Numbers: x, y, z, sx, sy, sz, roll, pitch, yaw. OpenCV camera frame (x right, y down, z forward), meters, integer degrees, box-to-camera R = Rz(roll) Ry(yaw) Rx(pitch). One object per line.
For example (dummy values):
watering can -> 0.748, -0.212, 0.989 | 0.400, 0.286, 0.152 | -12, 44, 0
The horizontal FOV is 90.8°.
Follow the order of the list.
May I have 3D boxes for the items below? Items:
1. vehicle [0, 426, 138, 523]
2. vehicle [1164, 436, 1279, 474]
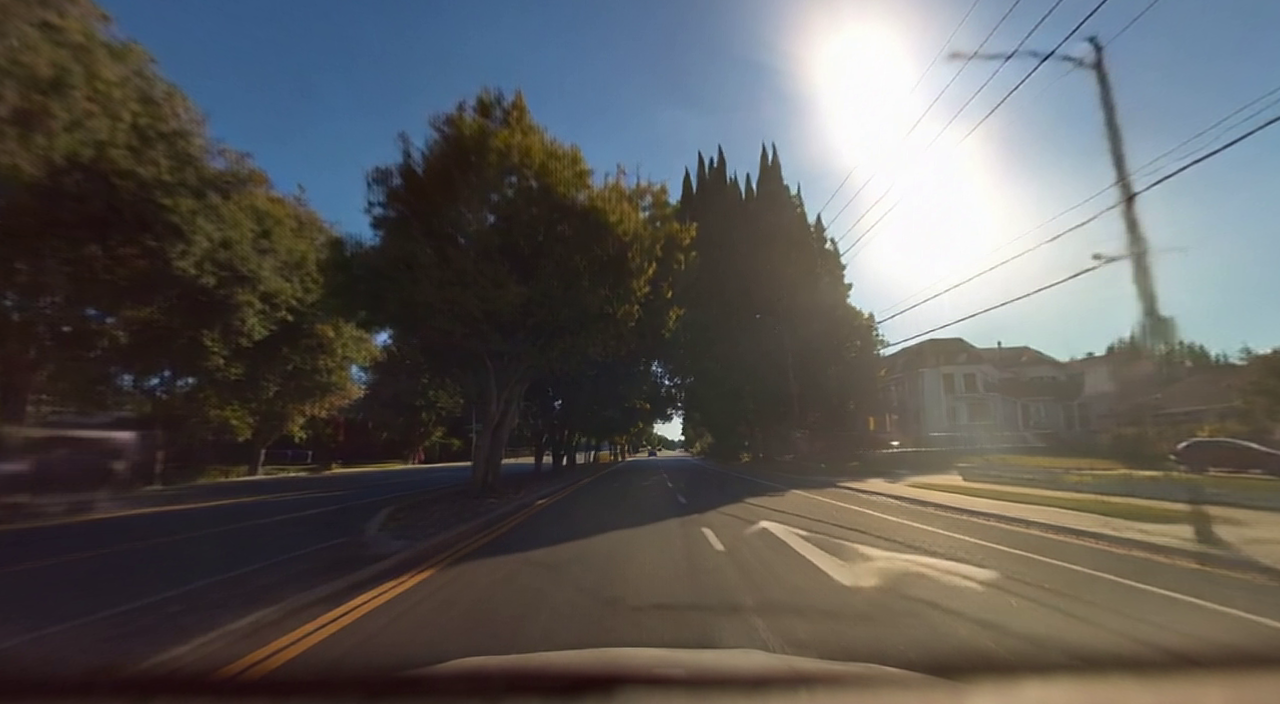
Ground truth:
vehicle -> -12.956, 2.372, 12.314 | 2.134, 1.782, 4.916 | -1, -9, 3
vehicle -> 26.384, 4.574, 28.060 | 4.580, 1.598, 2.010 | 1, -8, -6
